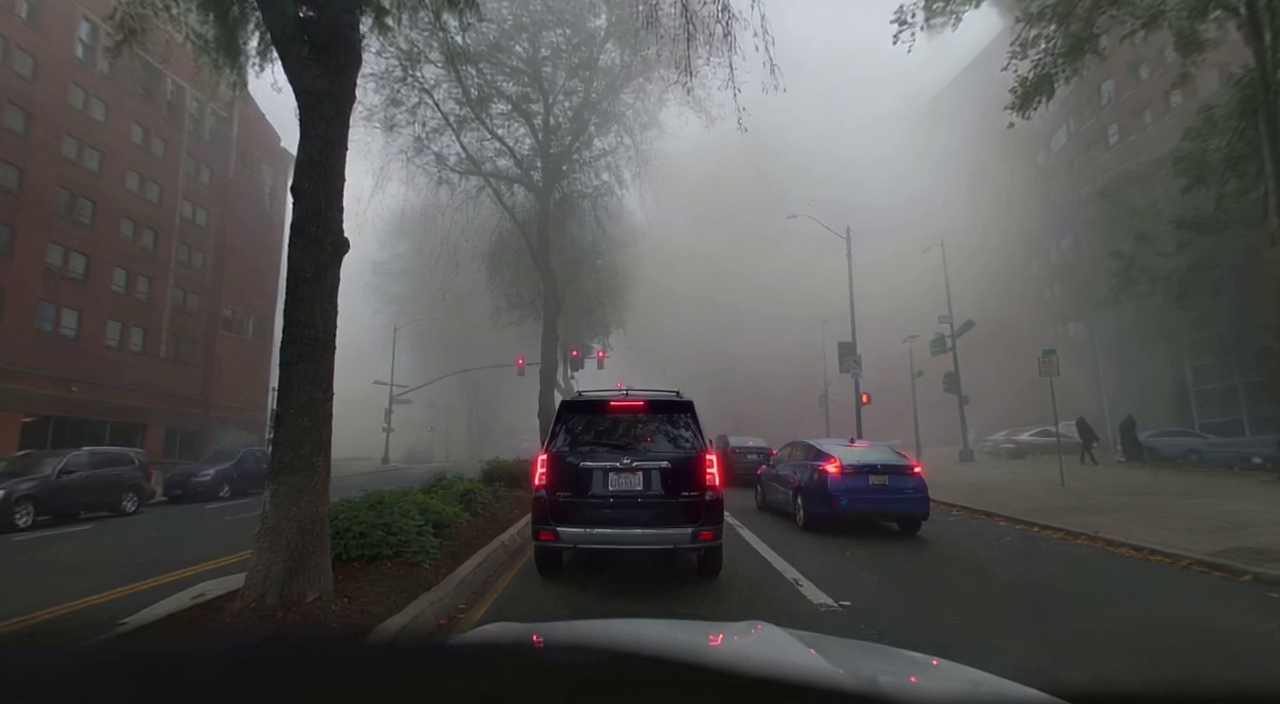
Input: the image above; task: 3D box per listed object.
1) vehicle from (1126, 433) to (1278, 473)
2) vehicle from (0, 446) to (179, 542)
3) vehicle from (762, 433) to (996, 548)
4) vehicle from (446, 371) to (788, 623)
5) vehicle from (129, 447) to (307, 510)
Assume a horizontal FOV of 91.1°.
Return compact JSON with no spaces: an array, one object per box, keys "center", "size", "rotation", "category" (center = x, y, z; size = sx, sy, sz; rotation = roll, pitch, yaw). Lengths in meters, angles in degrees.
[{"center":[22.164,3.978,24.981],"size":[4.055,1.469,1.848],"rotation":[-4,-9,26],"category":"vehicle"},{"center":[-12.542,2.884,13.461],"size":[1.891,1.723,4.360],"rotation":[0,-8,1],"category":"vehicle"},{"center":[3.412,2.052,9.996],"size":[2.056,1.422,4.130],"rotation":[0,-8,-1],"category":"vehicle"},{"center":[-0.148,1.352,6.759],"size":[2.453,1.816,4.300],"rotation":[0,-8,0],"category":"vehicle"},{"center":[-12.527,3.740,19.140],"size":[2.207,1.648,4.675],"rotation":[0,-8,-1],"category":"vehicle"}]
